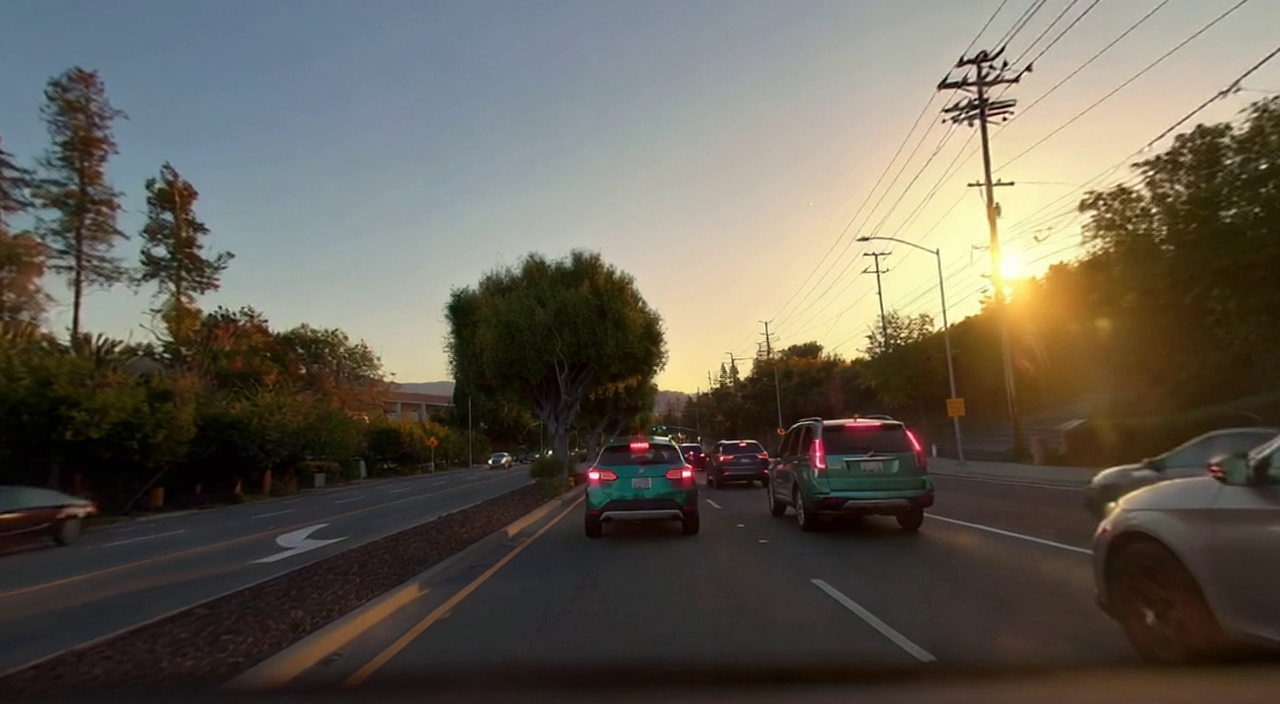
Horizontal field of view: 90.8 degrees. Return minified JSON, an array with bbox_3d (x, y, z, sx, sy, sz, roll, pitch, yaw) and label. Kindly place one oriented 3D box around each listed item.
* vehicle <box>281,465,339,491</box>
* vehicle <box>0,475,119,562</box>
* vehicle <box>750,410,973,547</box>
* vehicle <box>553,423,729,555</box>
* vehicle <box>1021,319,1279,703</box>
[{"bbox_3d":[-22.668,8.642,43.500,1.847,1.554,3.926,0,-8,0],"label":"vehicle"},{"bbox_3d":[-12.923,3.210,12.043,1.960,1.491,4.700,0,-8,0],"label":"vehicle"},{"bbox_3d":[3.378,2.034,10.843,2.097,1.818,4.625,0,-8,0],"label":"vehicle"},{"bbox_3d":[-0.015,2.044,10.129,2.199,1.641,4.232,0,-8,-1],"label":"vehicle"},{"bbox_3d":[3.525,0.654,1.960,2.001,1.707,4.250,0,-8,0],"label":"vehicle"}]
